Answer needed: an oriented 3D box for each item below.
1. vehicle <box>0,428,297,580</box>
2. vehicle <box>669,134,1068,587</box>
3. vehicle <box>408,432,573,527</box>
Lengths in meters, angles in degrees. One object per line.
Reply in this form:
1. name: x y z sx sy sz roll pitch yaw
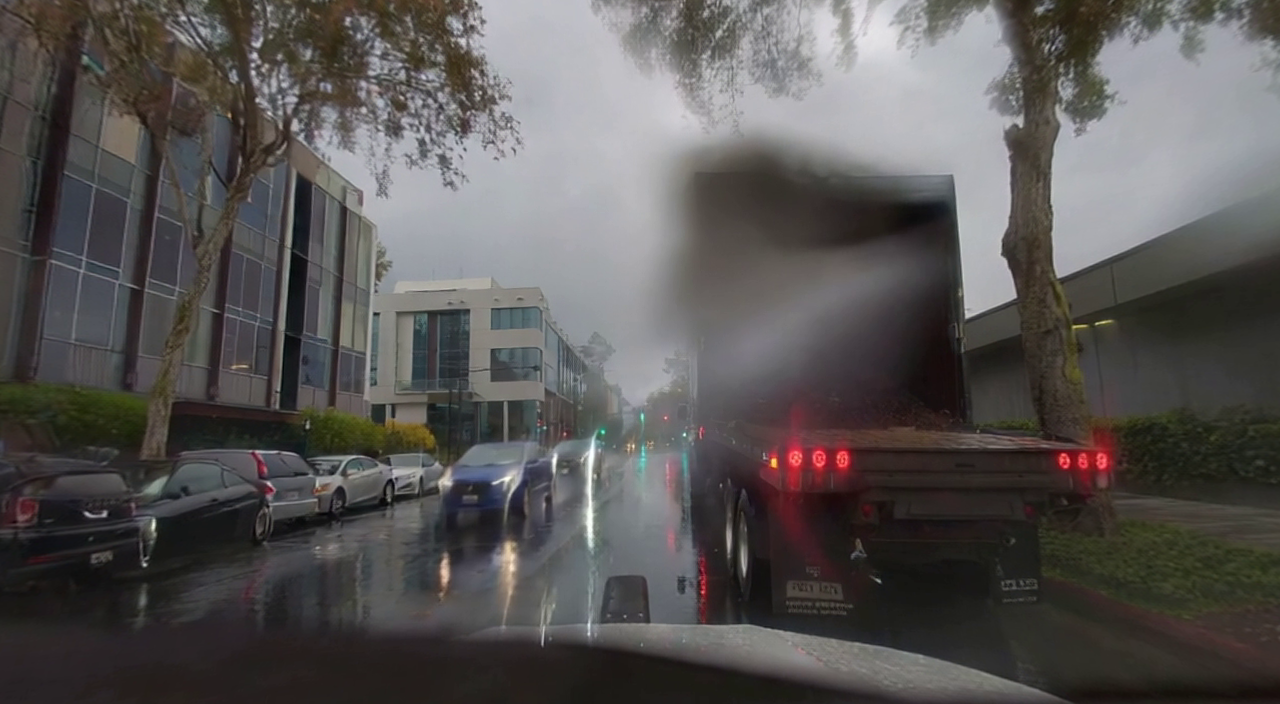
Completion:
1. vehicle: -8.153 2.096 9.231 5.022 1.872 2.137 7 -11 -41
2. vehicle: 2.538 0.826 11.424 3.320 4.034 11.553 -1 -8 6
3. vehicle: -2.736 2.449 12.731 2.183 1.563 4.257 0 -8 2
